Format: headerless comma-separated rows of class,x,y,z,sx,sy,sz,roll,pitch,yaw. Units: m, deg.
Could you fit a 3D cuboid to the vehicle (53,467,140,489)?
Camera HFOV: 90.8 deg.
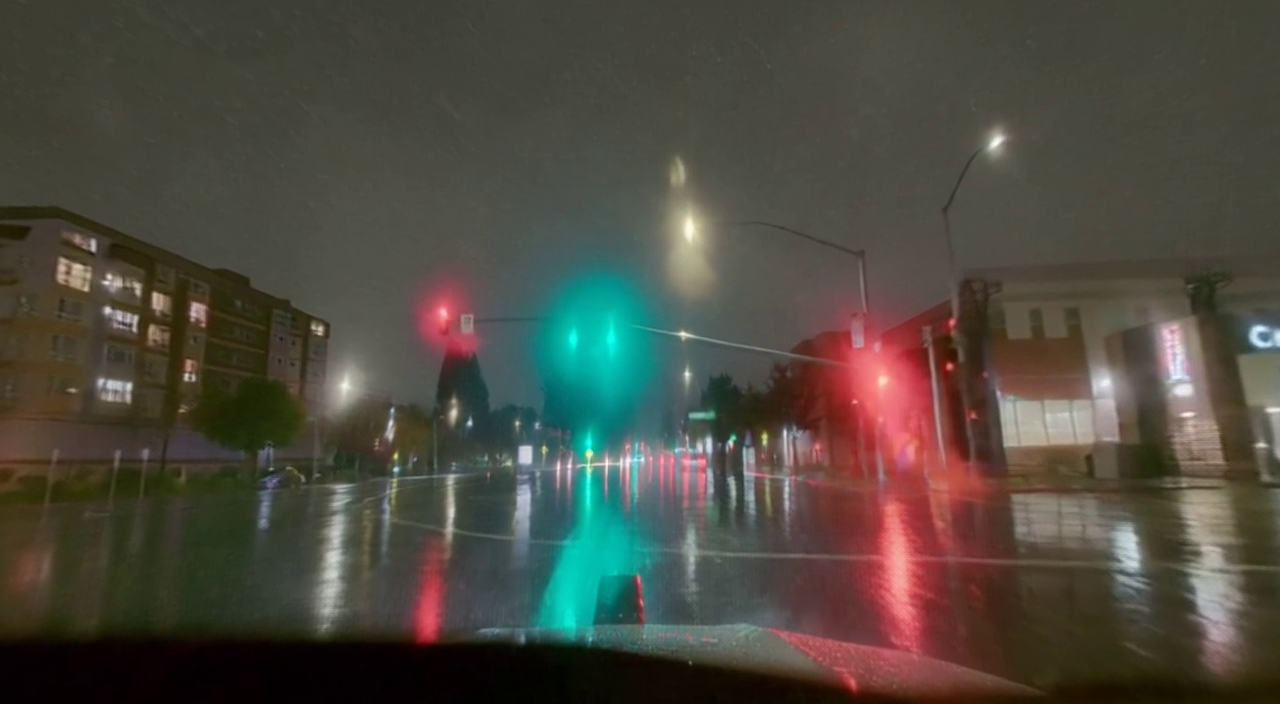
vehicle,-41.506,9.622,48.312,4.710,1.453,1.928,0,-8,-2

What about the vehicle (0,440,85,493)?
vehicle,-41.018,7.402,40.995,7.220,3.287,2.764,0,-8,1
